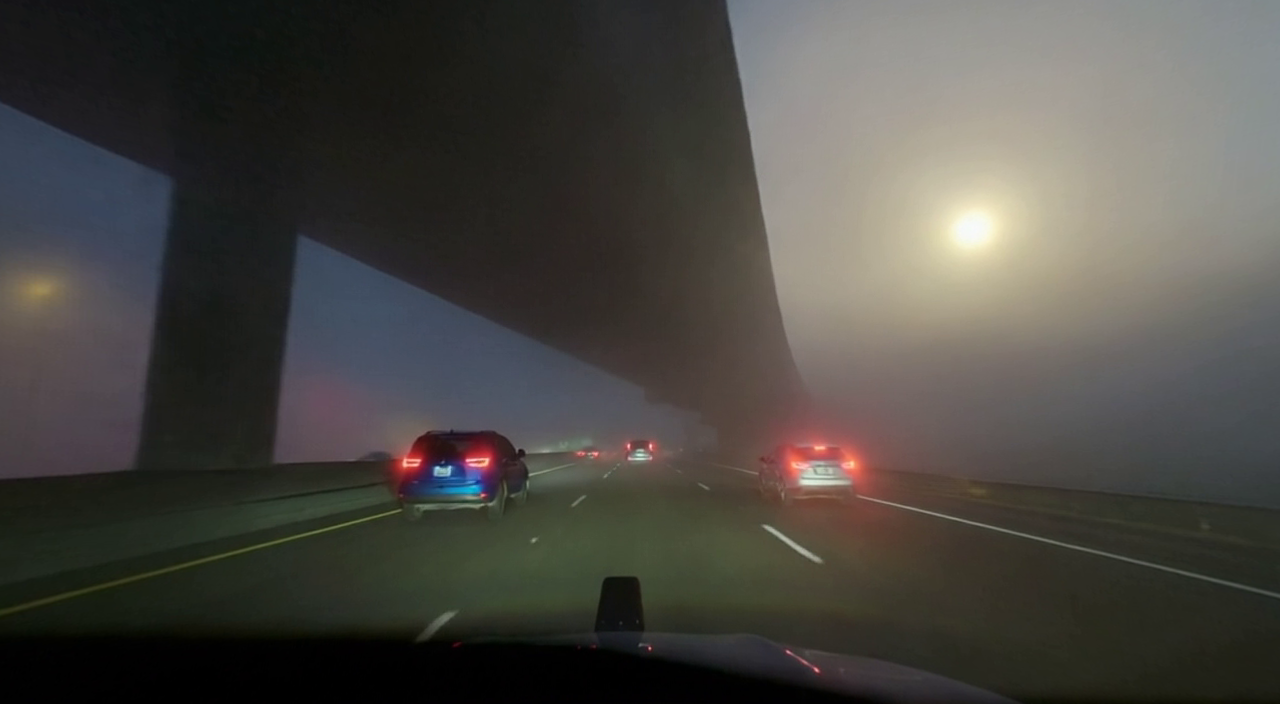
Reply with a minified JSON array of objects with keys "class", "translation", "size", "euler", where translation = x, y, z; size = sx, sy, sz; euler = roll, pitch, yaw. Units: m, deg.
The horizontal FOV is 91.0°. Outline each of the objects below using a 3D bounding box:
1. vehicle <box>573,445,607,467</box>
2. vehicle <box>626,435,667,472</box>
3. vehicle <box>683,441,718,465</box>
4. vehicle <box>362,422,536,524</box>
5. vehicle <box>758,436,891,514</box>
[{"class":"vehicle","translation":[-3.553,7.468,45.316],"size":[1.994,1.475,4.171],"euler":[0,-9,1]},{"class":"vehicle","translation":[0.365,5.744,35.745],"size":[2.155,1.909,4.529],"euler":[0,-9,0]},{"class":"vehicle","translation":[4.611,7.818,48.818],"size":[2.231,1.807,4.588],"euler":[0,-9,0]},{"class":"vehicle","translation":[-3.685,2.438,13.196],"size":[2.089,1.751,4.515],"euler":[0,-9,2]},{"class":"vehicle","translation":[4.066,2.765,14.600],"size":[1.959,1.554,3.795],"euler":[0,-9,1]}]
